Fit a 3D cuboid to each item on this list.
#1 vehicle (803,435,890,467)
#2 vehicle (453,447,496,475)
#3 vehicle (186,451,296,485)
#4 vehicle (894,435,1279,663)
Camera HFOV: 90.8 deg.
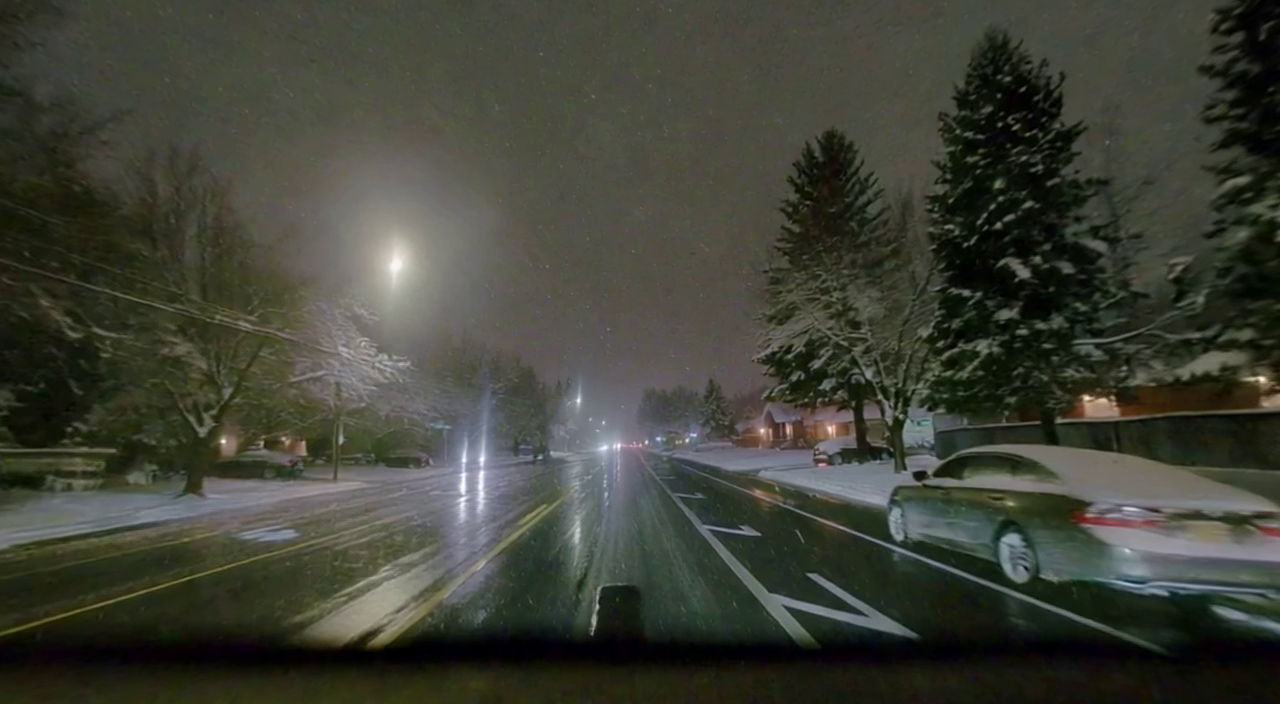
[{"bbox_3d":[11.687,5.622,36.014,4.194,1.680,2.150,-1,-8,1],"label":"vehicle"},{"bbox_3d":[-12.454,8.266,47.908,2.062,1.821,4.880,-3,-9,-2],"label":"vehicle"},{"bbox_3d":[-22.097,6.406,35.154,4.684,1.758,2.138,-1,-8,2],"label":"vehicle"},{"bbox_3d":[4.628,1.632,6.509,2.012,1.474,4.506,0,-8,-2],"label":"vehicle"}]
